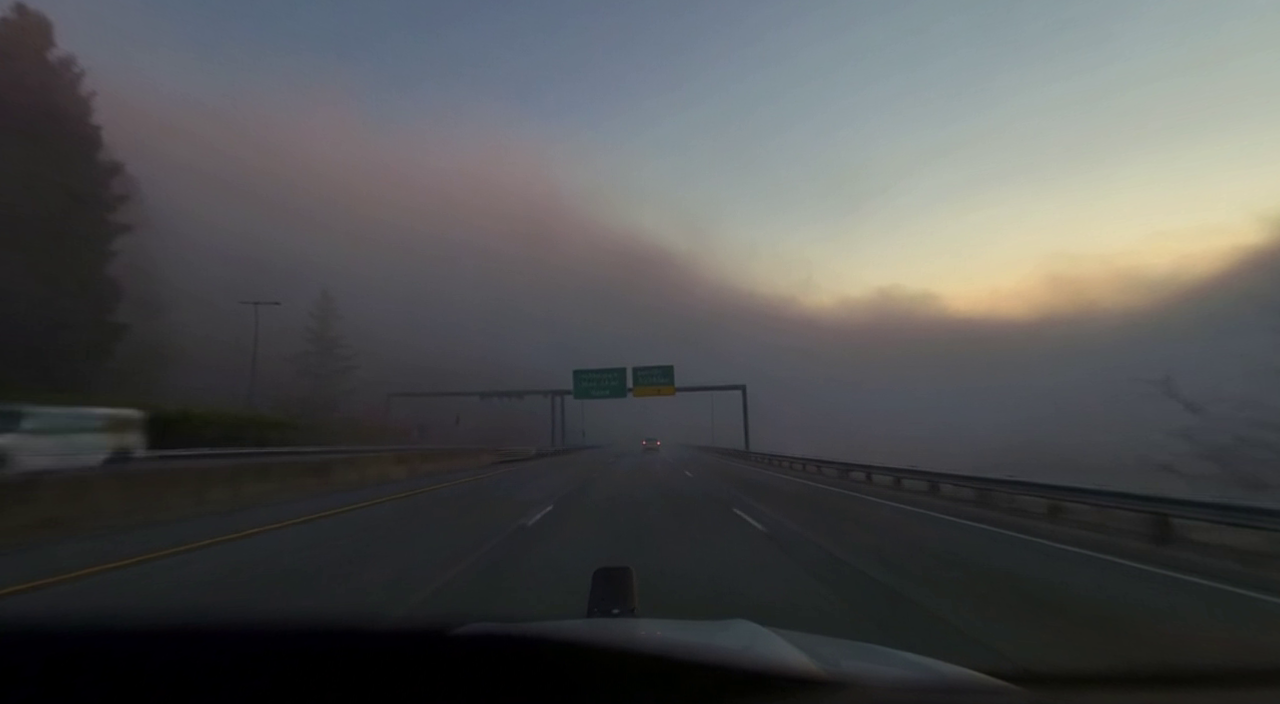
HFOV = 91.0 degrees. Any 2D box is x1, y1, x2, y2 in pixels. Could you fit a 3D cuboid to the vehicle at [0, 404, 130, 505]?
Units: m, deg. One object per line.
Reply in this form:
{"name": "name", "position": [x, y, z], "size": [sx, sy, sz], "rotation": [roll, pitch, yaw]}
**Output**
{"name": "vehicle", "position": [-14.242, 2.170, 13.291], "size": [2.360, 2.041, 5.367], "rotation": [-1, -8, 0]}
